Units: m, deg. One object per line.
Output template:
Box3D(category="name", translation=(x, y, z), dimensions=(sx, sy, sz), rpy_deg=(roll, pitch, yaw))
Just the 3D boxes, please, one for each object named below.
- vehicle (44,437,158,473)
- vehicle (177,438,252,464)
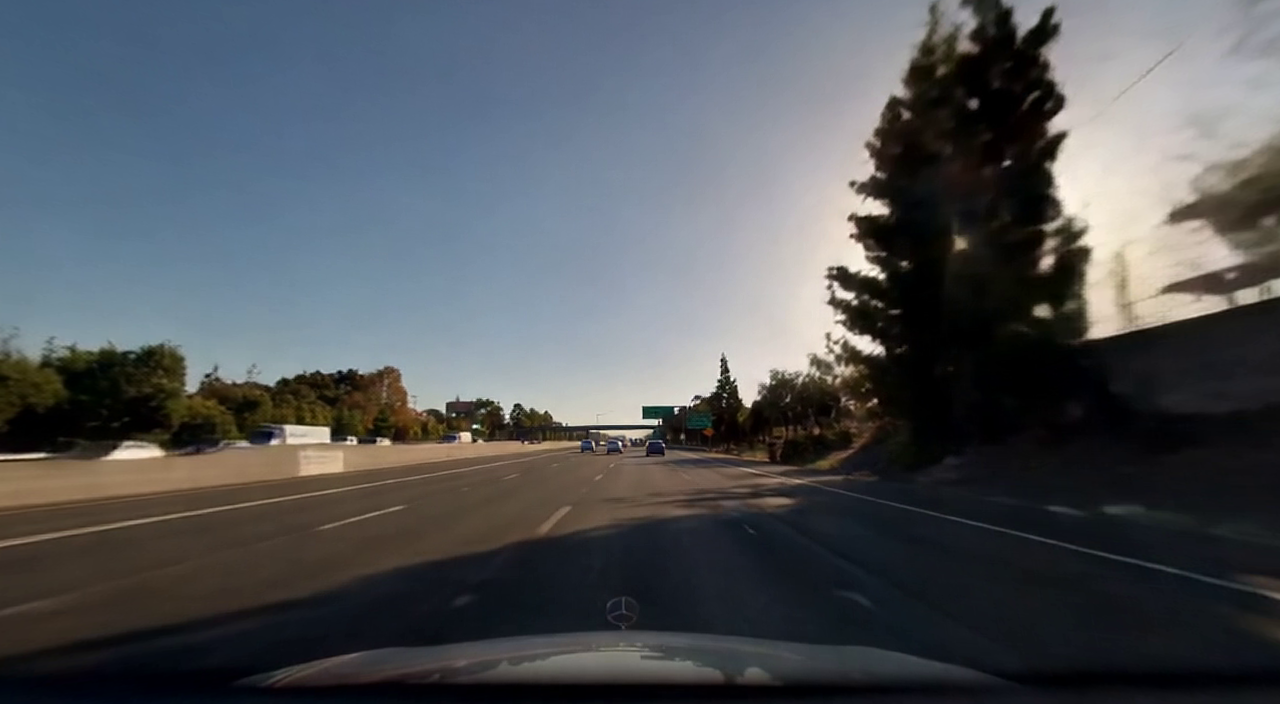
Box3D(category="vehicle", translation=(-27.904, 5.335, 32.915), dimensions=(1.934, 1.678, 4.559), rpy_deg=(0, -8, 0))
Box3D(category="vehicle", translation=(-31.634, 7.382, 47.129), dimensions=(2.058, 1.790, 5.148), rpy_deg=(0, -8, 0))
